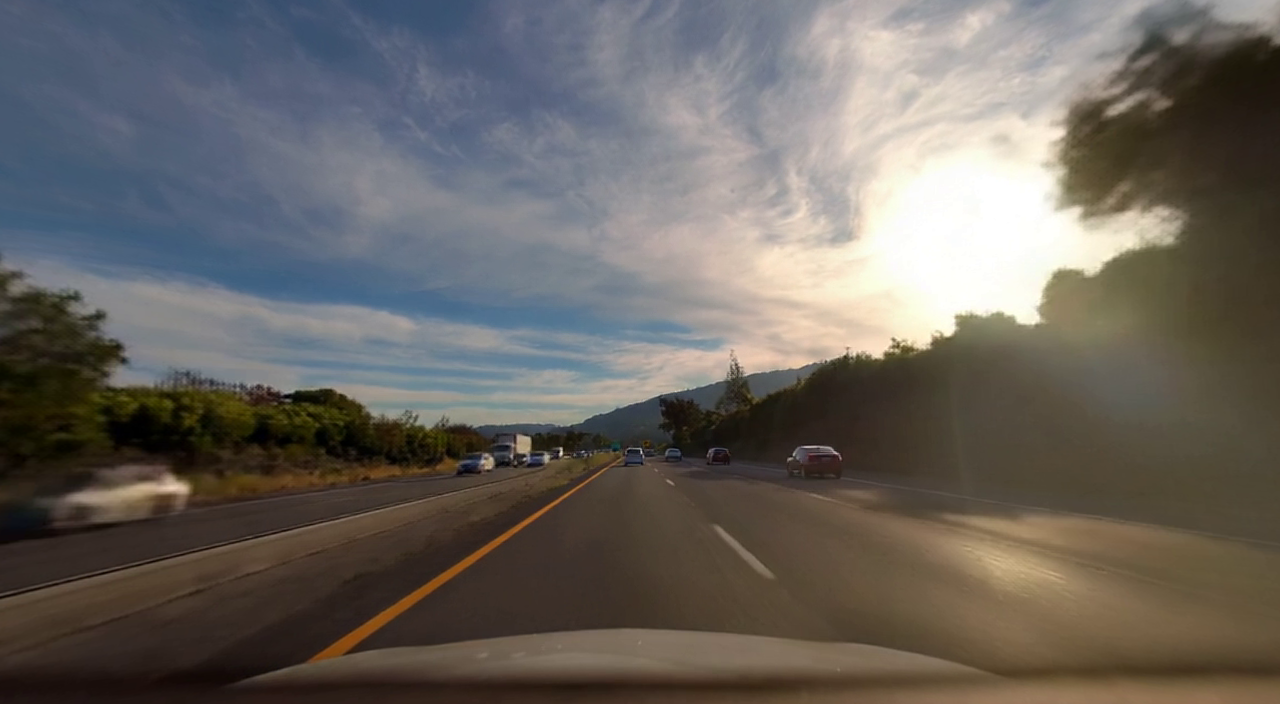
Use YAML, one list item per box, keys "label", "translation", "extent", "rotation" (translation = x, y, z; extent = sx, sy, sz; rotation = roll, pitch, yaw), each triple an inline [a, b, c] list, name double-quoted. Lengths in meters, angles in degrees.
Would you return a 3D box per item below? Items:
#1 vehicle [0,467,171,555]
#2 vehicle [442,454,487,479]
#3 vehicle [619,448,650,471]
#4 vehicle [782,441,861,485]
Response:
- label: "vehicle"
  translation: [-12.864, 3.364, 13.874]
  extent: [1.810, 1.498, 4.320]
  rotation: [0, -9, -1]
- label: "vehicle"
  translation: [-12.378, 8.107, 44.827]
  extent: [1.897, 1.659, 4.306]
  rotation: [0, -9, 0]
- label: "vehicle"
  translation: [-0.370, 7.318, 43.135]
  extent: [2.021, 1.507, 4.272]
  rotation: [0, -9, 0]
- label: "vehicle"
  translation: [7.133, 4.393, 25.210]
  extent: [1.903, 1.566, 3.866]
  rotation: [0, -9, -1]
